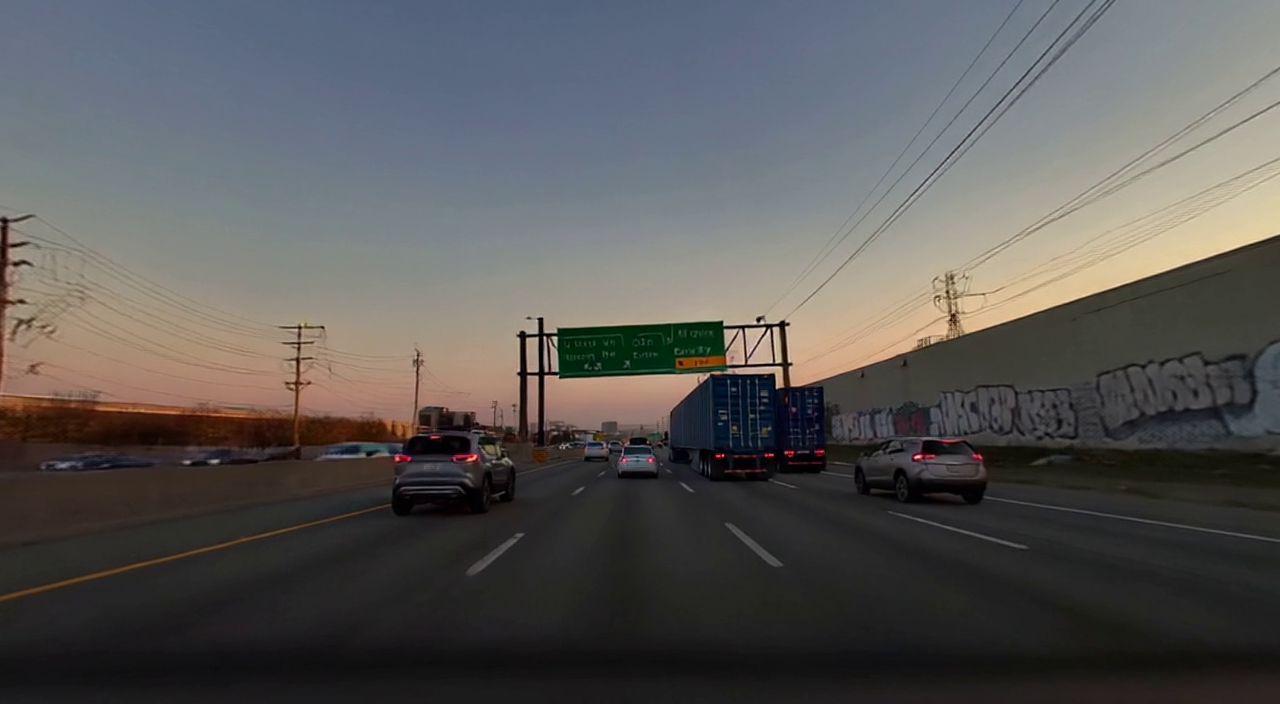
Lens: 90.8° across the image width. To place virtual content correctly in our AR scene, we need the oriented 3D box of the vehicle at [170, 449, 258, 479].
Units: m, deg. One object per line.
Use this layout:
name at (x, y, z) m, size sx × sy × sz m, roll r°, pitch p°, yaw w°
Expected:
vehicle at (-22.706, 5.959, 33.892) m, size 1.774 × 1.432 × 4.377 m, roll 0°, pitch -9°, yaw -2°

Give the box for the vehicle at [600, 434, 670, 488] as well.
vehicle at (-0.158, 3.727, 21.856) m, size 2.191 × 1.685 × 4.015 m, roll 0°, pitch -9°, yaw 0°

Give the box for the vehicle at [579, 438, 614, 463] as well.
vehicle at (-3.289, 7.614, 48.977) m, size 2.243 × 1.820 × 4.473 m, roll 0°, pitch -9°, yaw 2°

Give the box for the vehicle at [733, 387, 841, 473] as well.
vehicle at (7.858, 4.633, 36.135) m, size 2.868 × 4.017 × 12.827 m, roll 0°, pitch -9°, yaw -1°

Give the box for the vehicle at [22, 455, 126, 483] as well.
vehicle at (-32.689, 6.730, 36.712) m, size 1.823 × 1.464 × 4.887 m, roll 1°, pitch -9°, yaw -5°

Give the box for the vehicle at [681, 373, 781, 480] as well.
vehicle at (3.887, 3.806, 30.578) m, size 2.800 × 4.039 × 13.179 m, roll 0°, pitch -9°, yaw 0°

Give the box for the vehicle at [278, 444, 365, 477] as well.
vehicle at (-15.813, 5.383, 31.704) m, size 1.920 × 1.507 × 4.968 m, roll 0°, pitch -9°, yaw -2°

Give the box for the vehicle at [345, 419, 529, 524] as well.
vehicle at (-3.955, 2.434, 13.368) m, size 2.264 × 1.804 × 4.584 m, roll 0°, pitch -9°, yaw 1°

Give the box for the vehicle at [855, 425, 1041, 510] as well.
vehicle at (7.148, 2.736, 15.411) m, size 2.202 × 1.731 × 4.628 m, roll 0°, pitch -9°, yaw 0°
